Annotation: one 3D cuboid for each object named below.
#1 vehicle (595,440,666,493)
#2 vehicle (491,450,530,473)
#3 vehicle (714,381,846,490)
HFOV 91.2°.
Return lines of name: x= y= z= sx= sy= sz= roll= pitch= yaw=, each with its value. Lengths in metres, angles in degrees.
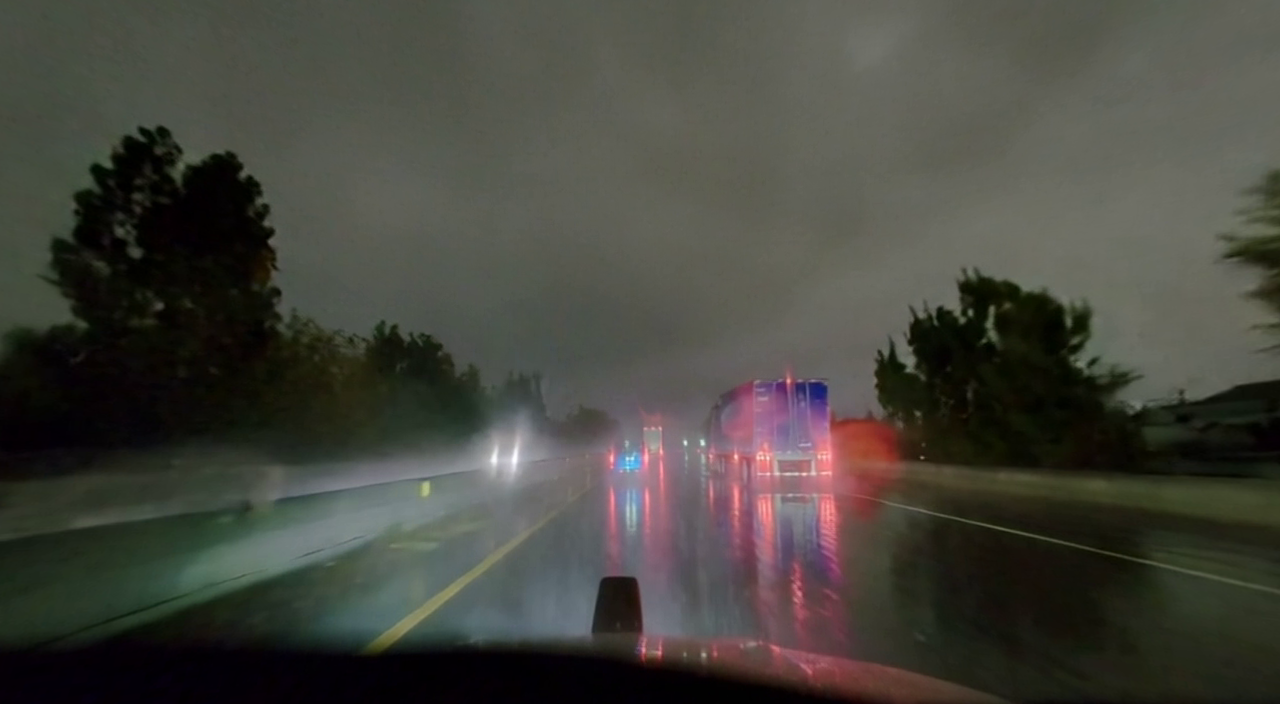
vehicle: x=-0.289 y=3.623 z=20.172 sx=2.066 sy=1.490 sz=3.759 roll=-1 pitch=-9 yaw=0
vehicle: x=-9.023 y=7.668 z=43.930 sx=1.844 sy=1.501 sz=3.817 roll=-1 pitch=-9 yaw=0
vehicle: x=4.561 y=3.001 z=22.194 sx=2.791 sy=3.201 sz=7.145 roll=0 pitch=-9 yaw=-2
